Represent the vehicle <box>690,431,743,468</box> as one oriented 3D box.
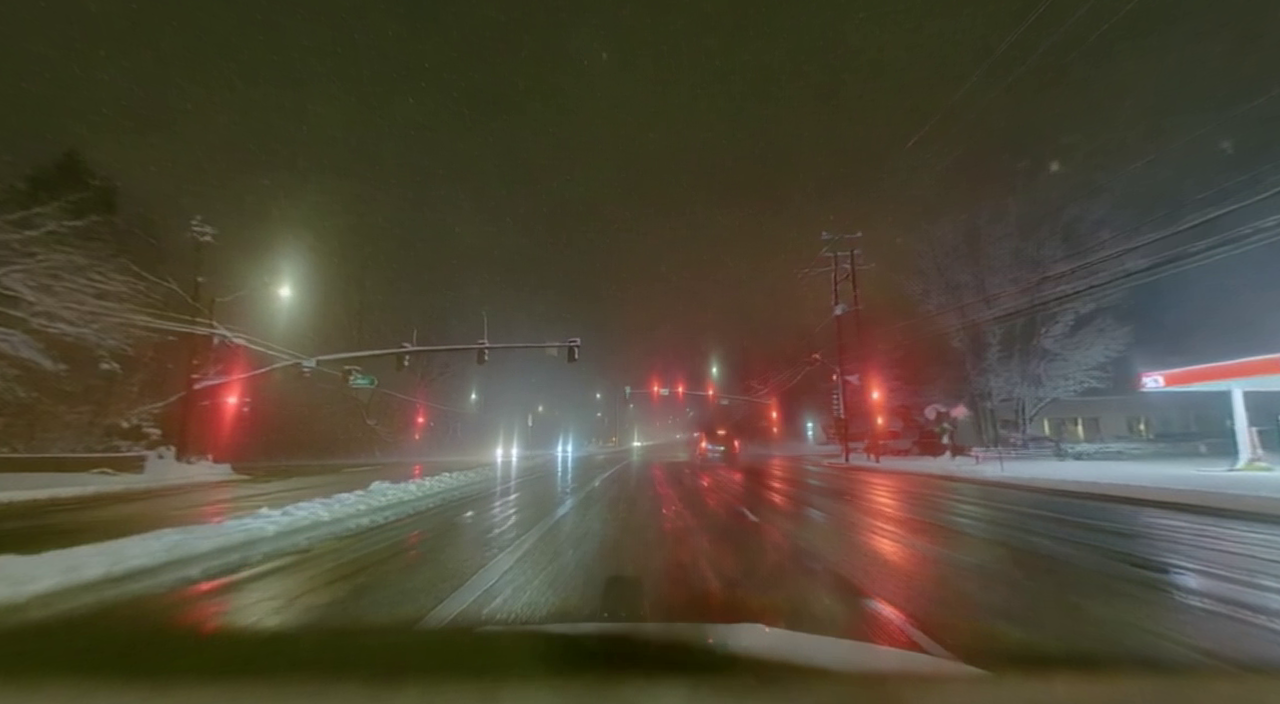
[{"bbox_3d":[3.747,4.902,31.544,2.090,1.717,4.063,0,-8,-1],"label":"vehicle"}]
